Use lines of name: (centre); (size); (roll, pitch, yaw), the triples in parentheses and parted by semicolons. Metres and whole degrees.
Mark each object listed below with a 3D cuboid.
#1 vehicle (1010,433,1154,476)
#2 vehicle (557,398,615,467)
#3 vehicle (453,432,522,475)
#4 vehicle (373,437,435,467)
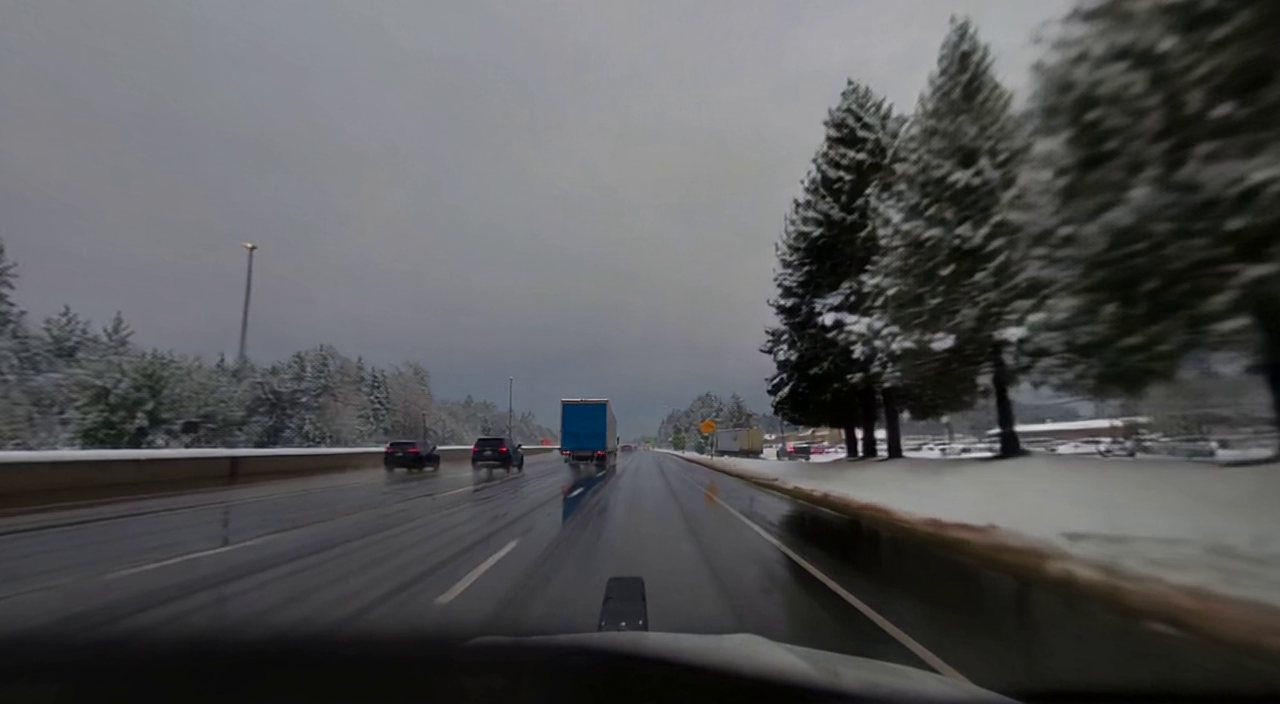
vehicle: (17.756, 4.139, 25.690); (2.022, 1.505, 4.786); (3, -9, -7)
vehicle: (-3.460, 5.719, 43.871); (2.905, 4.037, 12.921); (0, -8, 0)
vehicle: (-6.974, 4.678, 29.375); (2.058, 1.840, 4.443); (0, -8, 0)
vehicle: (-14.273, 6.054, 38.451); (1.997, 1.695, 4.492); (0, -8, 1)
